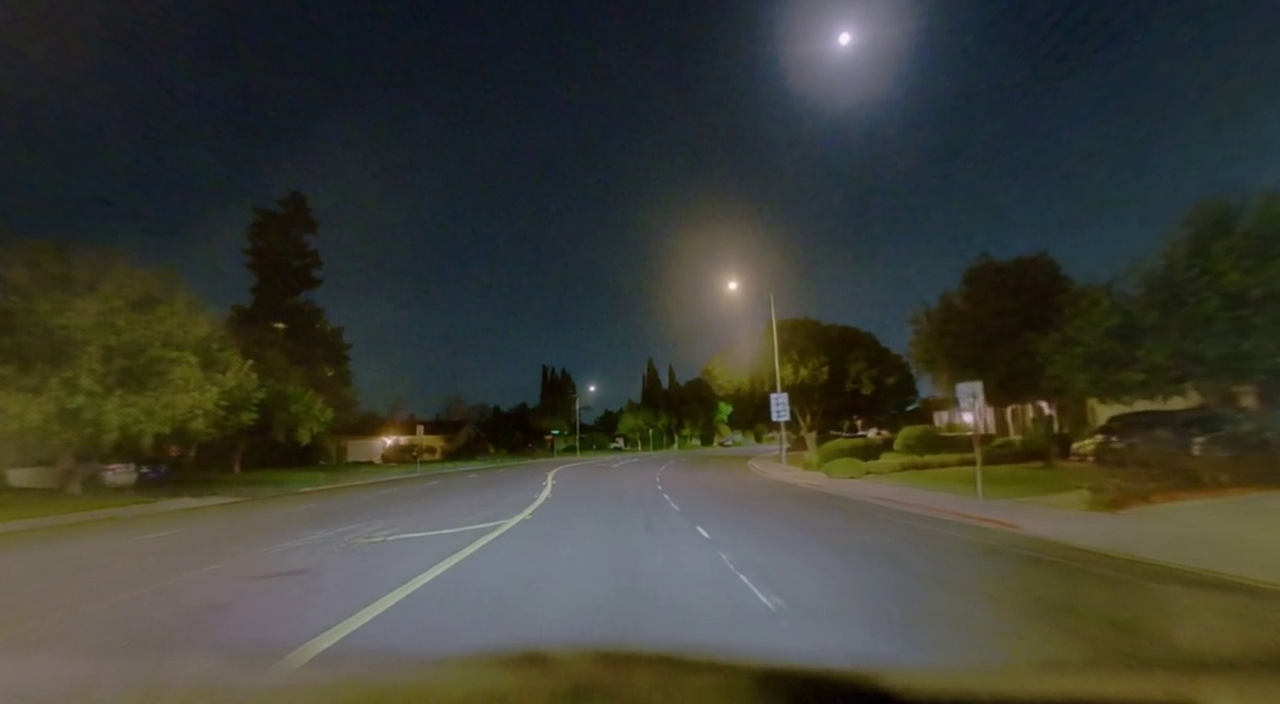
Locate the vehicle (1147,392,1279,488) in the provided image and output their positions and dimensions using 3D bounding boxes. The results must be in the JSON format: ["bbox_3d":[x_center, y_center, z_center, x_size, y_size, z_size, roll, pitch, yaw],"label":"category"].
[{"bbox_3d":[14.347,1.744,13.485,4.730,1.808,2.199,-7,-10,14],"label":"vehicle"}]

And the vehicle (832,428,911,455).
[{"bbox_3d":[15.539,6.058,42.557,4.766,1.789,1.939,-2,-9,15],"label":"vehicle"}]

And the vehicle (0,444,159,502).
[{"bbox_3d":[-20.049,4.118,21.716,4.879,1.854,2.265,1,-9,-6],"label":"vehicle"}]
